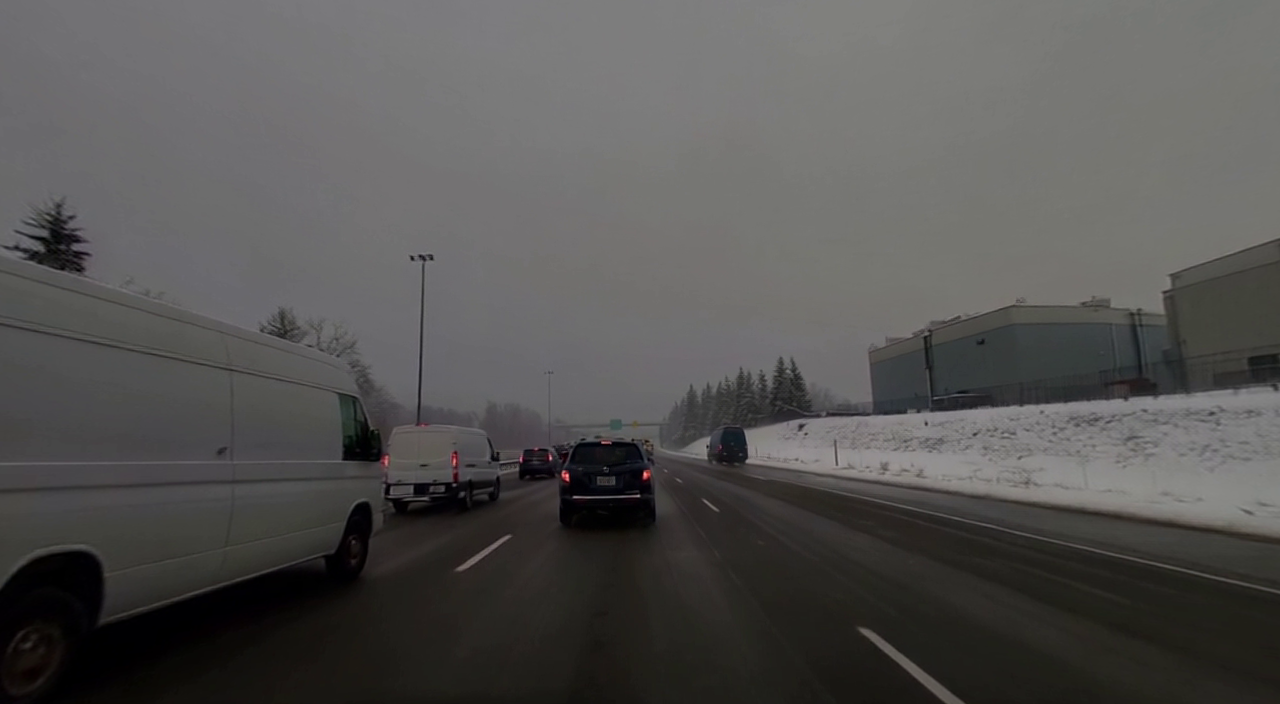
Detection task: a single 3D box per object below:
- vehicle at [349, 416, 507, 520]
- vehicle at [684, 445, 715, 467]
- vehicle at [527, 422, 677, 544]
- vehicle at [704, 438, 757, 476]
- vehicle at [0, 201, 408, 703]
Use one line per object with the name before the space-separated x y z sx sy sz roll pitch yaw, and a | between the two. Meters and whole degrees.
vehicle | -4.585 2.590 14.500 2.043 1.987 4.486 0 -9 0
vehicle | 4.265 7.510 45.678 1.874 1.512 3.723 0 -9 -1
vehicle | -0.546 2.140 10.818 2.093 1.695 3.782 0 -9 0
vehicle | 4.455 5.264 31.713 2.003 1.754 4.134 0 -9 -1
vehicle | -4.467 0.881 5.492 2.248 2.626 6.837 0 -9 0
